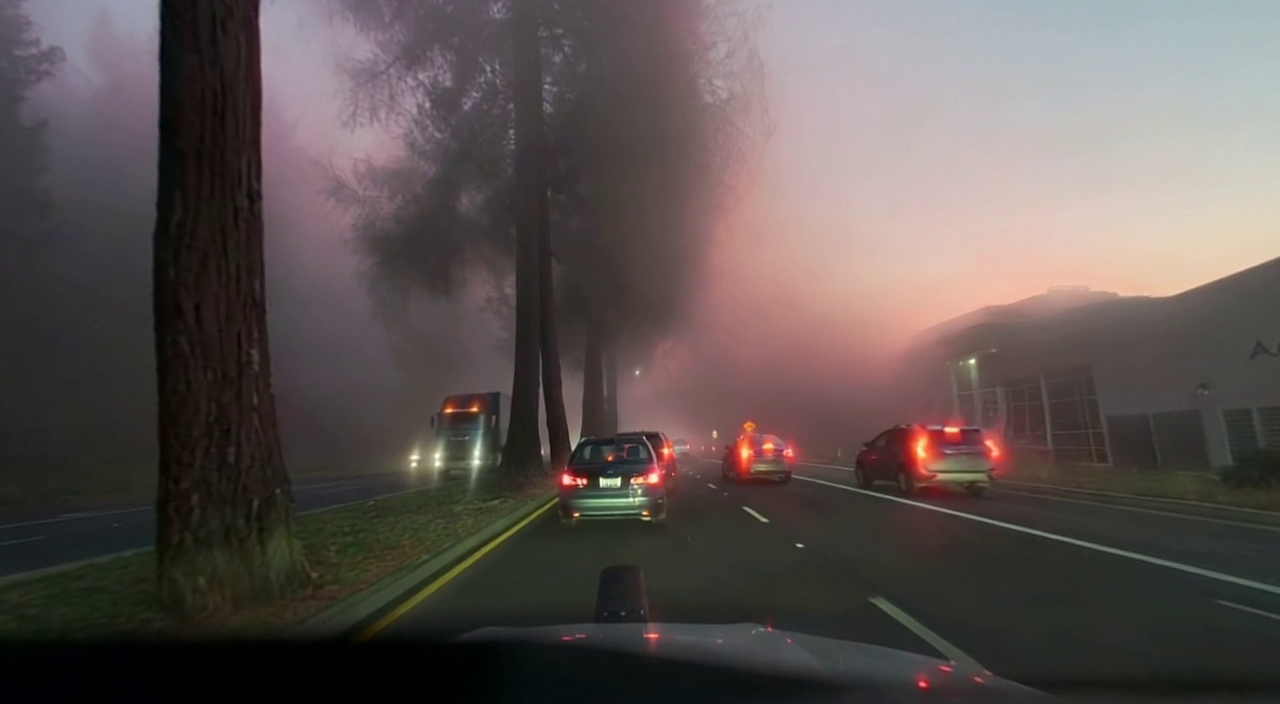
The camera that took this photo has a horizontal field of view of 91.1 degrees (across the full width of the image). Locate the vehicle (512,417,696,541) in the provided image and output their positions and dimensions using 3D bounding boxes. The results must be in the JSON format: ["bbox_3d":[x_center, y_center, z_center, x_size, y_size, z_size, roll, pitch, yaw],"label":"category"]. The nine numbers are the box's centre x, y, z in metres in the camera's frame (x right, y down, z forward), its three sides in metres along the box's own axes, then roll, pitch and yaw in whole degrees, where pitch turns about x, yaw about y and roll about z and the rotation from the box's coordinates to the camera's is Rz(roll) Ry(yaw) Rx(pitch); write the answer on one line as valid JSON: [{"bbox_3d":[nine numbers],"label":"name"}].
[{"bbox_3d":[-0.455,1.909,10.049,2.315,1.563,4.080,0,-8,0],"label":"vehicle"}]

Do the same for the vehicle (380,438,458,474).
[{"bbox_3d":[-13.602,6.444,39.209,2.394,2.012,6.232,0,-8,2],"label":"vehicle"}]

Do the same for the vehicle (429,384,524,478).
[{"bbox_3d":[-8.129,4.098,32.203,3.043,4.303,6.343,0,-8,1],"label":"vehicle"}]

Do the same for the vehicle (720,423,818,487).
[{"bbox_3d":[3.876,3.194,19.760,2.090,1.763,4.560,0,-8,0],"label":"vehicle"}]

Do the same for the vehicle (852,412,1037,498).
[{"bbox_3d":[7.754,2.700,16.806,2.425,1.936,5.081,0,-8,1],"label":"vehicle"}]
